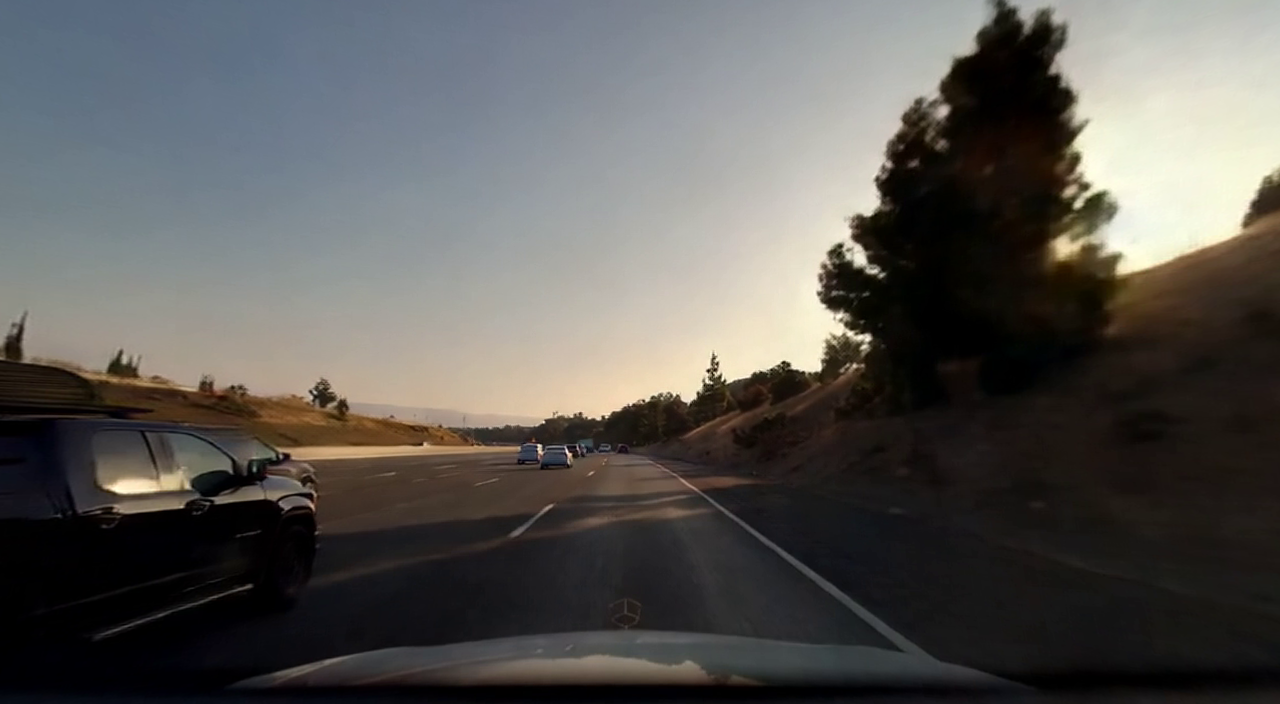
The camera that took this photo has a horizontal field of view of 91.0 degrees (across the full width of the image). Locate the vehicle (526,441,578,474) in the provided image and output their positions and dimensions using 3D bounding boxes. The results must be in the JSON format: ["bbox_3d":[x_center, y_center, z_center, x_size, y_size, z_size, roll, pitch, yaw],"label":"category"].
[{"bbox_3d":[-4.354,5.278,31.682,2.012,1.509,4.359,0,-9,0],"label":"vehicle"}]

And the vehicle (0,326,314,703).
[{"bbox_3d":[-3.796,0.785,2.531,2.200,1.807,5.041,0,-9,1],"label":"vehicle"}]
